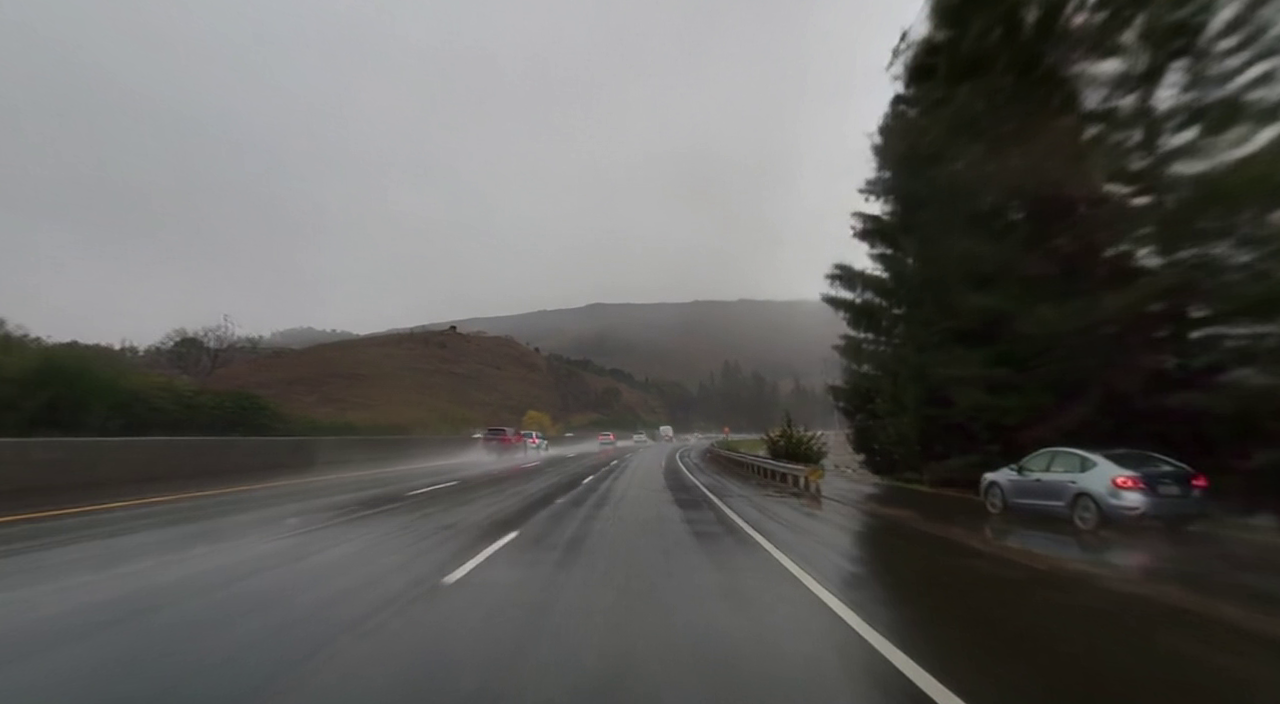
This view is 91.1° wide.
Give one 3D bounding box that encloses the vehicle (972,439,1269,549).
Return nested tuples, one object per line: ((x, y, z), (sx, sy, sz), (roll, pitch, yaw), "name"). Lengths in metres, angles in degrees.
((10.239, 3.001, 14.280), (2.325, 1.972, 5.577), (0, -8, 0), "vehicle")

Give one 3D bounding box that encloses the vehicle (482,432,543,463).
((-6.569, 5.012, 32.888), (2.010, 1.489, 4.456), (-1, -9, 4), "vehicle")
